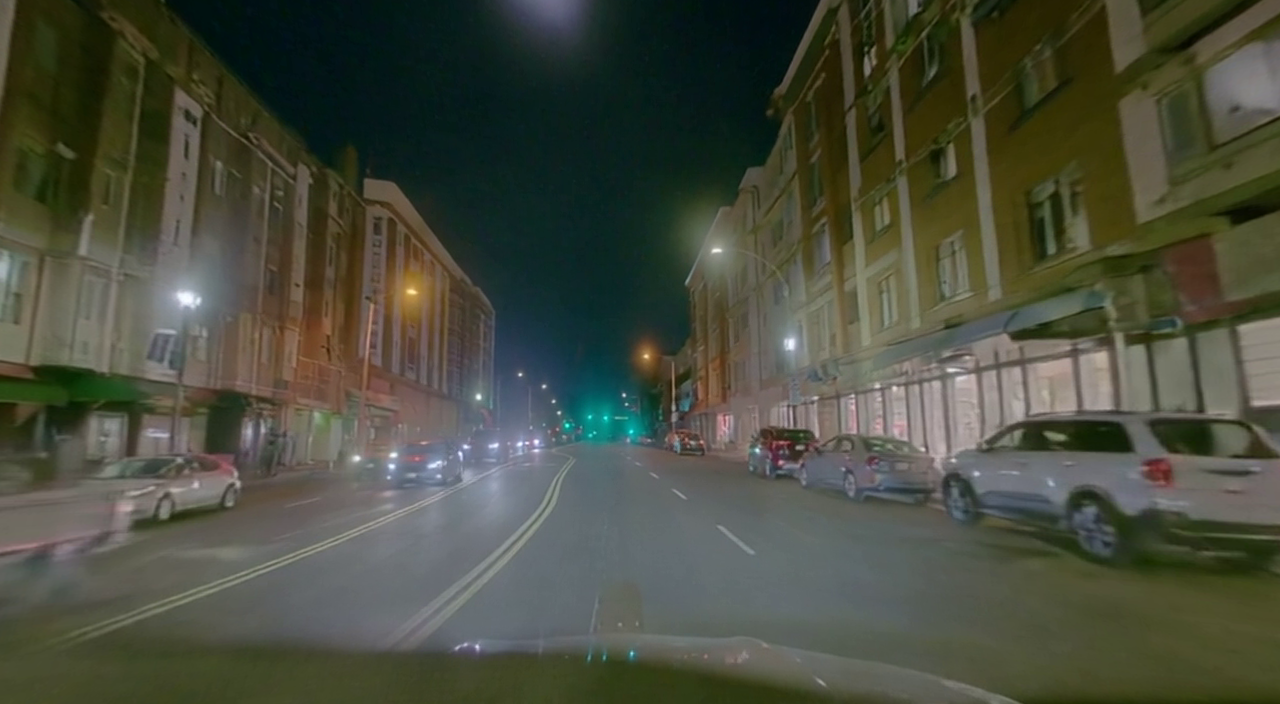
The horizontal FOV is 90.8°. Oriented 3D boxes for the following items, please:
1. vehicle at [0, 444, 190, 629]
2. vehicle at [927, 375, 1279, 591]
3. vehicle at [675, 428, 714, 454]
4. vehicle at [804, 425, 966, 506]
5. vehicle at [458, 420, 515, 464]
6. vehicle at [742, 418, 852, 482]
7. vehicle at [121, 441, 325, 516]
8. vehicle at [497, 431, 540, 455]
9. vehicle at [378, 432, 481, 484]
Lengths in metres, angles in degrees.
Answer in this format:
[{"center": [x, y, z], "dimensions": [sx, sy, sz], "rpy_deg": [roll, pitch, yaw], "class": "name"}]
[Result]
[{"center": [-6.070, 1.501, 5.123], "dimensions": [1.803, 1.472, 4.164], "rpy_deg": [0, -8, -1], "class": "vehicle"}, {"center": [5.888, 1.515, 8.153], "dimensions": [1.945, 1.931, 4.778], "rpy_deg": [0, -8, -2], "class": "vehicle"}, {"center": [3.499, 5.830, 41.358], "dimensions": [1.957, 1.572, 4.418], "rpy_deg": [0, -8, -3], "class": "vehicle"}, {"center": [5.390, 2.540, 14.604], "dimensions": [1.915, 1.569, 4.117], "rpy_deg": [0, -8, -3], "class": "vehicle"}, {"center": [-7.430, 4.436, 31.107], "dimensions": [1.937, 1.944, 4.640], "rpy_deg": [0, -8, -4], "class": "vehicle"}, {"center": [4.906, 3.192, 20.700], "dimensions": [2.059, 1.804, 5.182], "rpy_deg": [0, -8, -3], "class": "vehicle"}, {"center": [-9.672, 2.923, 15.226], "dimensions": [2.012, 1.514, 4.450], "rpy_deg": [0, -8, -3], "class": "vehicle"}, {"center": [-7.808, 5.941, 41.142], "dimensions": [2.052, 1.481, 4.248], "rpy_deg": [0, -8, -1], "class": "vehicle"}, {"center": [-6.668, 3.400, 20.538], "dimensions": [2.095, 1.493, 4.216], "rpy_deg": [0, -8, -3], "class": "vehicle"}]
